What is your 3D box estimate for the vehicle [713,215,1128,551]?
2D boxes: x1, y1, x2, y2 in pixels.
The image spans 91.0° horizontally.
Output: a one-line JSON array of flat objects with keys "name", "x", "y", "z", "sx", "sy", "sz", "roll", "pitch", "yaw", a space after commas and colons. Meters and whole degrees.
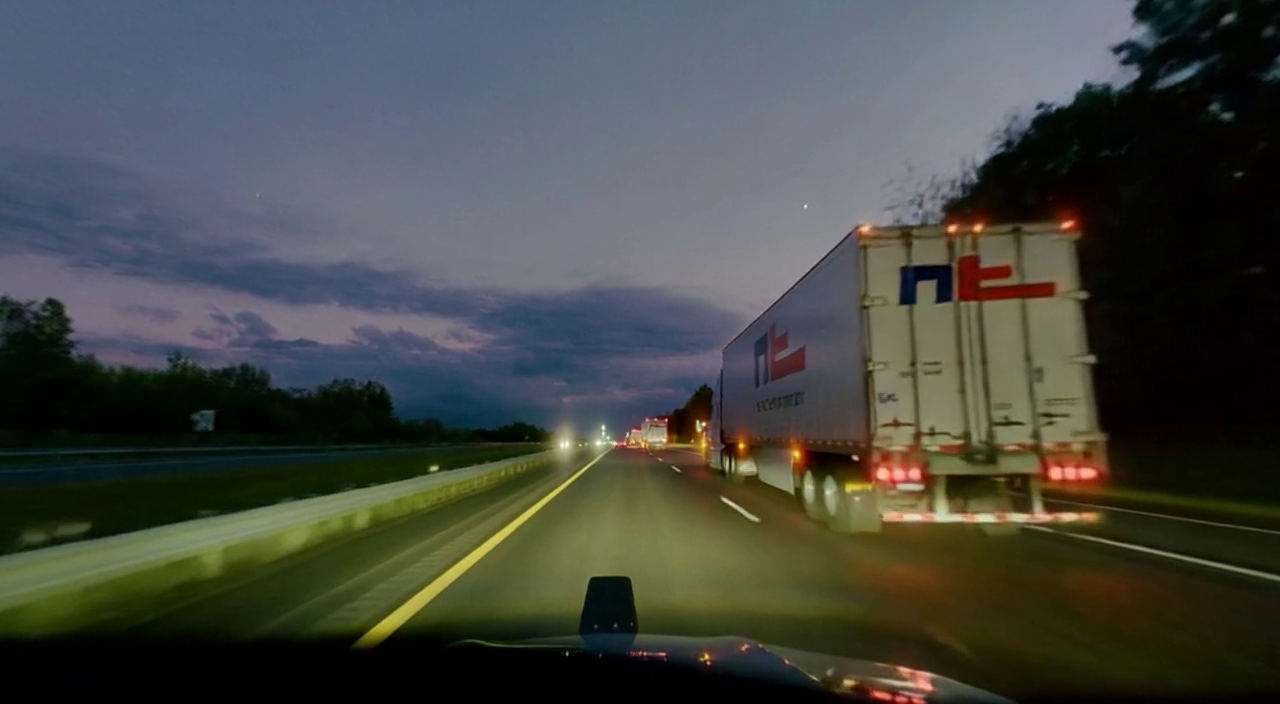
[{"name": "vehicle", "x": 4.124, "y": 1.291, "z": 14.650, "sx": 2.871, "sy": 4.072, "sz": 14.183, "roll": 0, "pitch": -8, "yaw": -1}]
